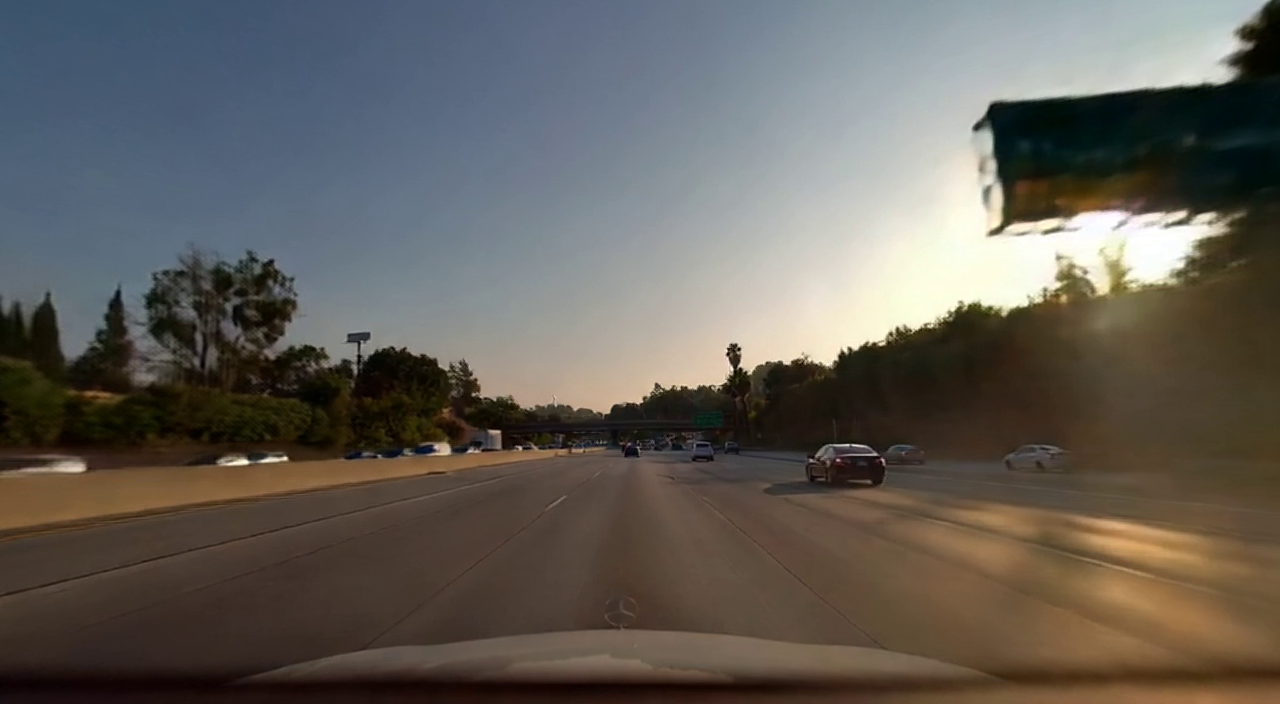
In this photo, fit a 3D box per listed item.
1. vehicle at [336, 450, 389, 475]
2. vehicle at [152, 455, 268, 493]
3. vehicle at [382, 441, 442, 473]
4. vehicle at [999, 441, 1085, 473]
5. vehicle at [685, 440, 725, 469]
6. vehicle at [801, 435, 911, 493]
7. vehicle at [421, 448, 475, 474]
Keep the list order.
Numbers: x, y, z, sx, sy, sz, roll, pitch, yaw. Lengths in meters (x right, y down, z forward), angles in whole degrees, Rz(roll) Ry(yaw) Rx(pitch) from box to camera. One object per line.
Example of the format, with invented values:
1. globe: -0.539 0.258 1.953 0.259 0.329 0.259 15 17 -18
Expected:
1. vehicle: -20.197 8.008 45.993 1.861 1.676 4.317 0 -8 0
2. vehicle: -19.433 5.514 28.790 1.938 1.457 4.816 0 -8 0
3. vehicle: -16.528 7.641 46.053 2.248 2.130 5.801 0 -8 0
4. vehicle: 22.128 5.748 34.856 1.887 1.642 4.592 0 -8 3
5. vehicle: 4.077 6.489 40.058 2.035 1.704 3.867 0 -8 -1
6. vehicle: 6.729 3.527 20.204 1.902 1.623 4.360 0 -8 -1
7. vehicle: -12.603 7.173 41.698 1.999 1.536 4.987 0 -8 0
